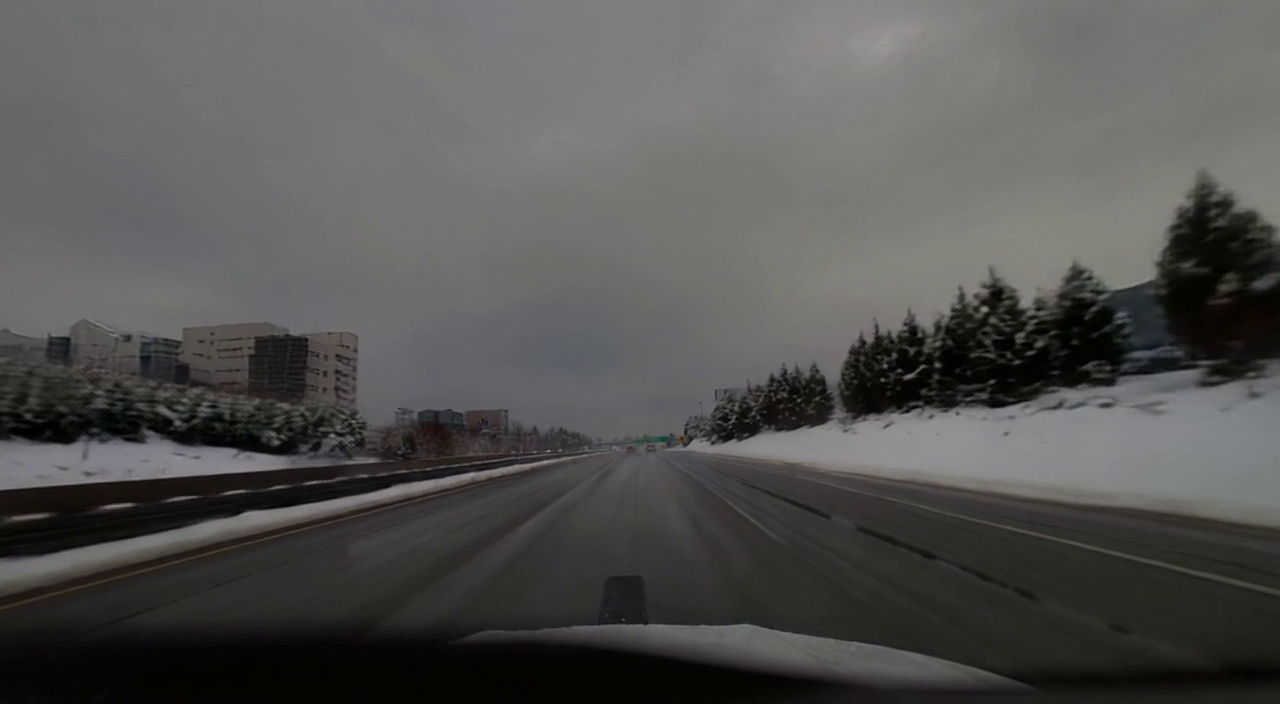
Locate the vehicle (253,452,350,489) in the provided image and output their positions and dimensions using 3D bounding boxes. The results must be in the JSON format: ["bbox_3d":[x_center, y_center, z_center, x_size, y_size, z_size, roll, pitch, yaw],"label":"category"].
[{"bbox_3d":[-14.877,5.198,28.054,1.827,1.441,4.388,0,-8,1],"label":"vehicle"}]
